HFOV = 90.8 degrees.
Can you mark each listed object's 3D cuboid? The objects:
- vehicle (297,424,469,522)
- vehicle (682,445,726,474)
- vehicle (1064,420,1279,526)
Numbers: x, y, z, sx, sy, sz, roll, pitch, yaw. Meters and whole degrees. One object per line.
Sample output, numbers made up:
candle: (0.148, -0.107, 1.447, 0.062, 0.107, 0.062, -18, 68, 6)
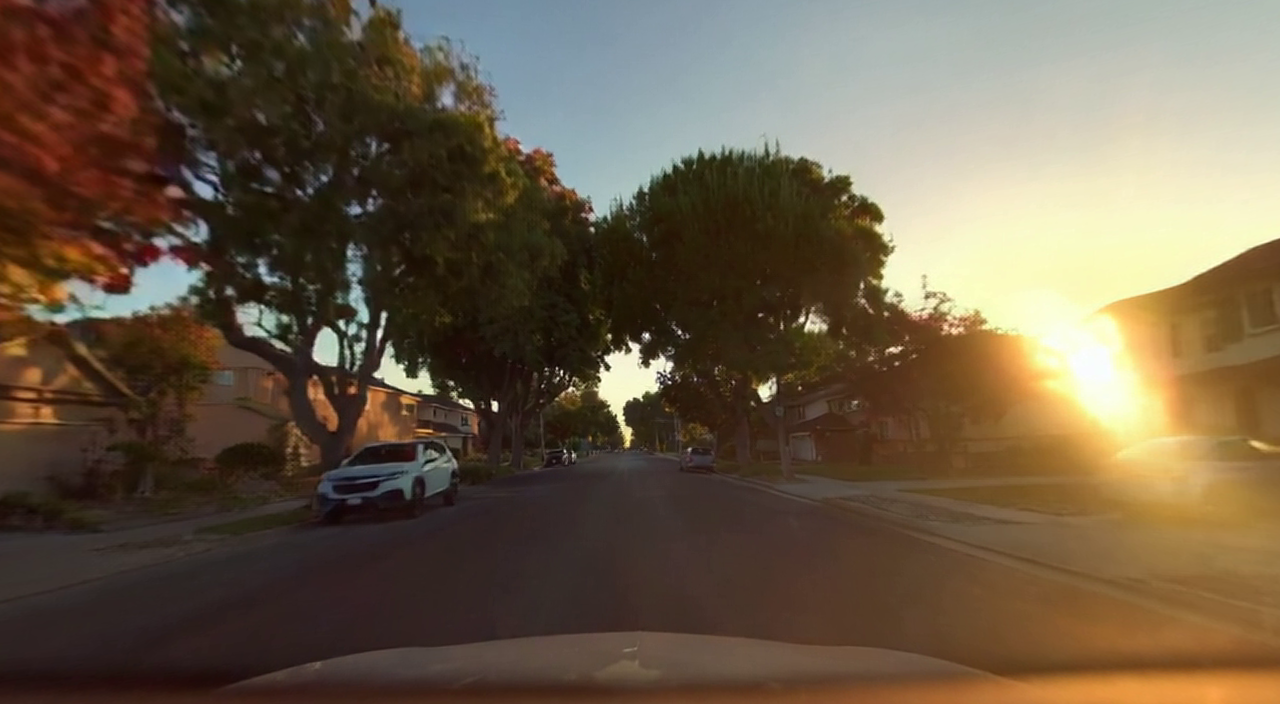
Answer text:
vehicle: (-5.918, 2.838, 15.451, 2.341, 1.942, 5.044, 0, -9, -3)
vehicle: (3.609, 6.202, 36.659, 1.996, 1.585, 4.371, 0, -9, -1)
vehicle: (10.030, 1.969, 10.533, 4.497, 1.564, 1.948, 0, -9, -2)
